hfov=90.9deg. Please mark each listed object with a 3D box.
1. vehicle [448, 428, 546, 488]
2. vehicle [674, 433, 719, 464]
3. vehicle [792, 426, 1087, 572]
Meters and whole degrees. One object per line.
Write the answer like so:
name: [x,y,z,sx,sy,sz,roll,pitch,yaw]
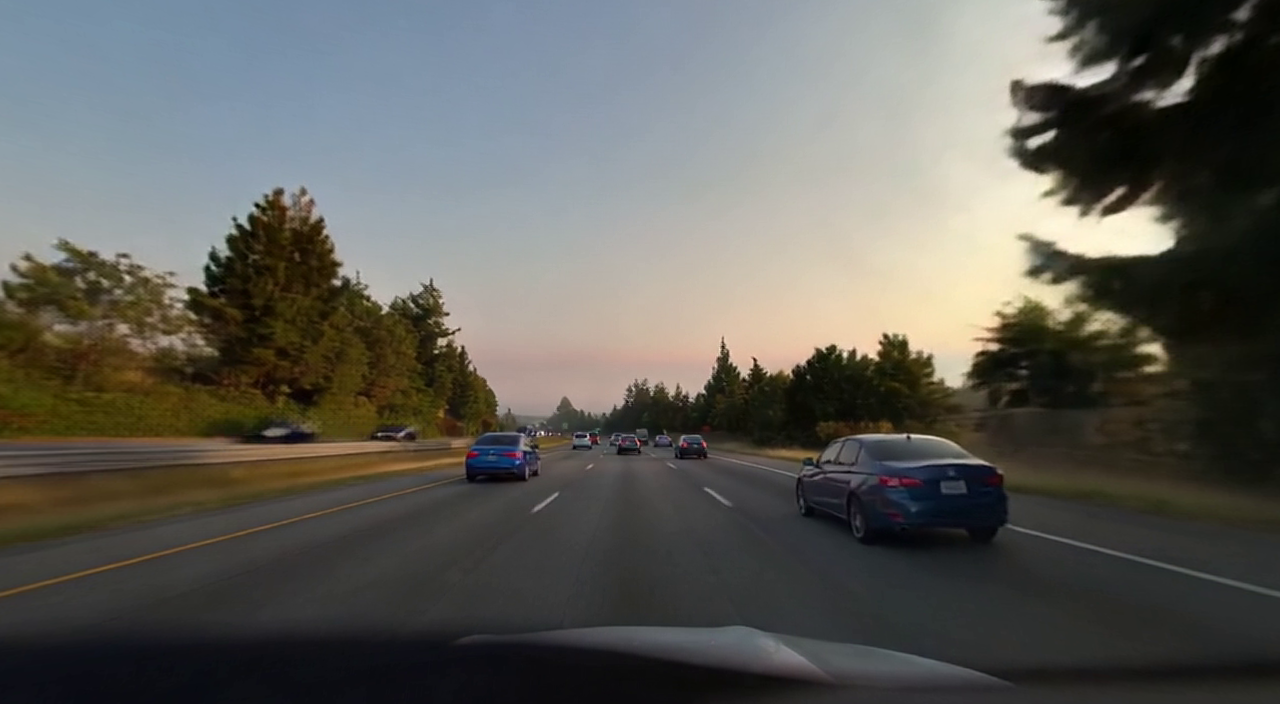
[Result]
vehicle: [-4.029,3.032,18.462,1.941,1.529,4.111,0,-8,-1]
vehicle: [2.967,5.151,33.791,1.883,1.536,3.792,0,-8,-3]
vehicle: [3.590,1.781,8.526,1.986,1.488,3.867,0,-8,-2]
